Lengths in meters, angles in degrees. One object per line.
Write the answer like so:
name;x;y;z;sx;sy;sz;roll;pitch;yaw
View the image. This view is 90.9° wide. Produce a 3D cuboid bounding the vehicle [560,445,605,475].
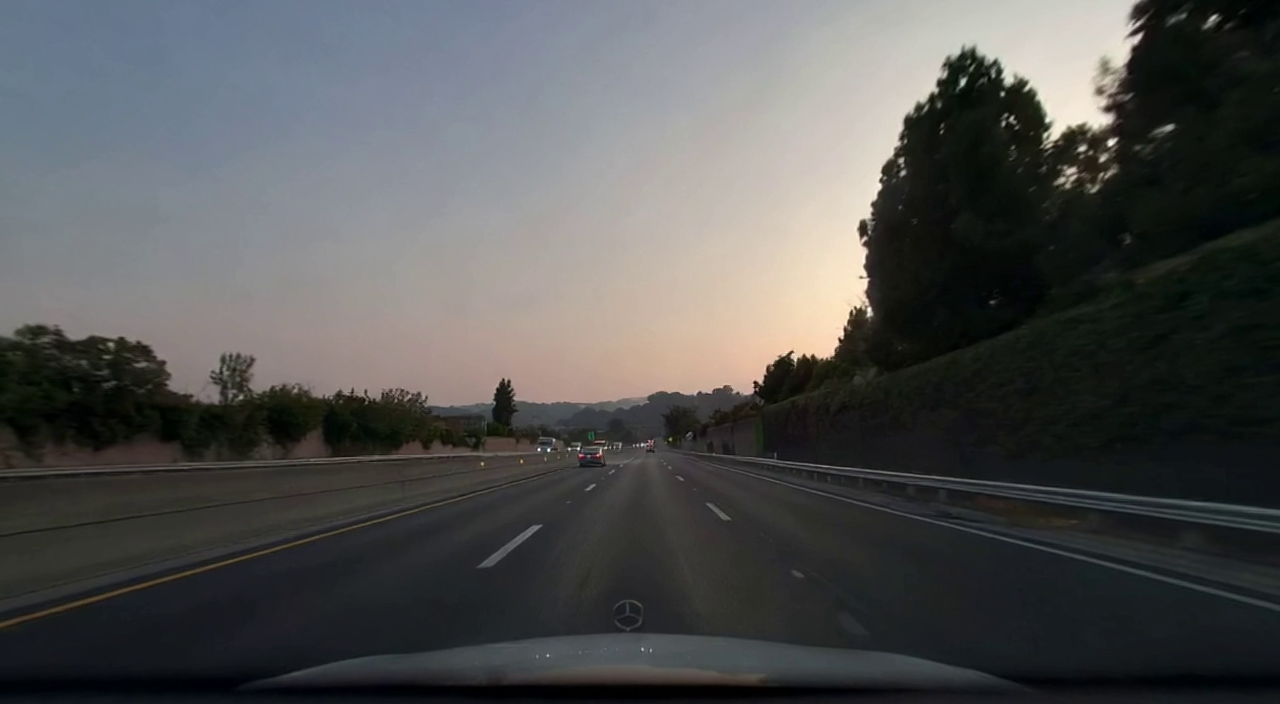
vehicle;-3.003;5.774;33.915;1.991;1.473;4.707;0;-9;0
